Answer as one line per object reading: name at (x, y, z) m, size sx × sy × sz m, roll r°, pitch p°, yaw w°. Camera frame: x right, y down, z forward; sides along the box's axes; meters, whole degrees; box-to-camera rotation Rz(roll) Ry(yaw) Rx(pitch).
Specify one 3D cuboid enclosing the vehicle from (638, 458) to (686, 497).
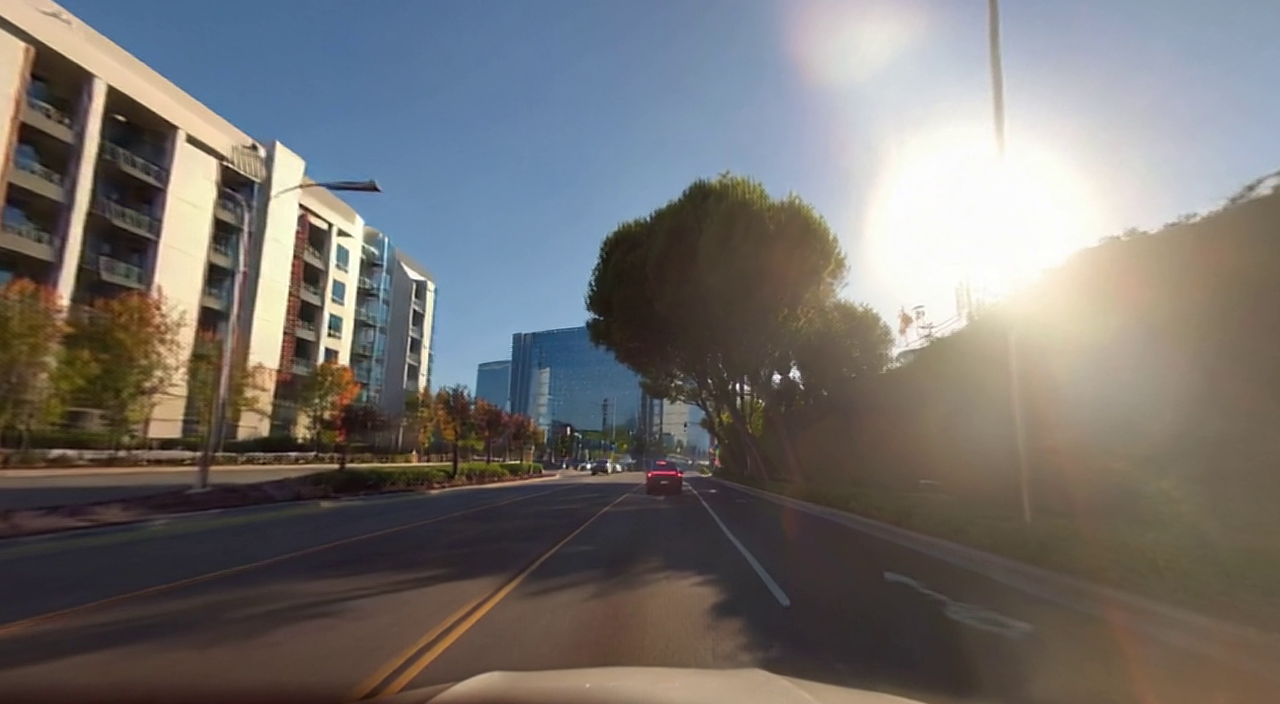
vehicle at (1.087, 5.794, 29.102) m, size 2.067 × 1.629 × 3.858 m, roll 0°, pitch -11°, yaw 4°
